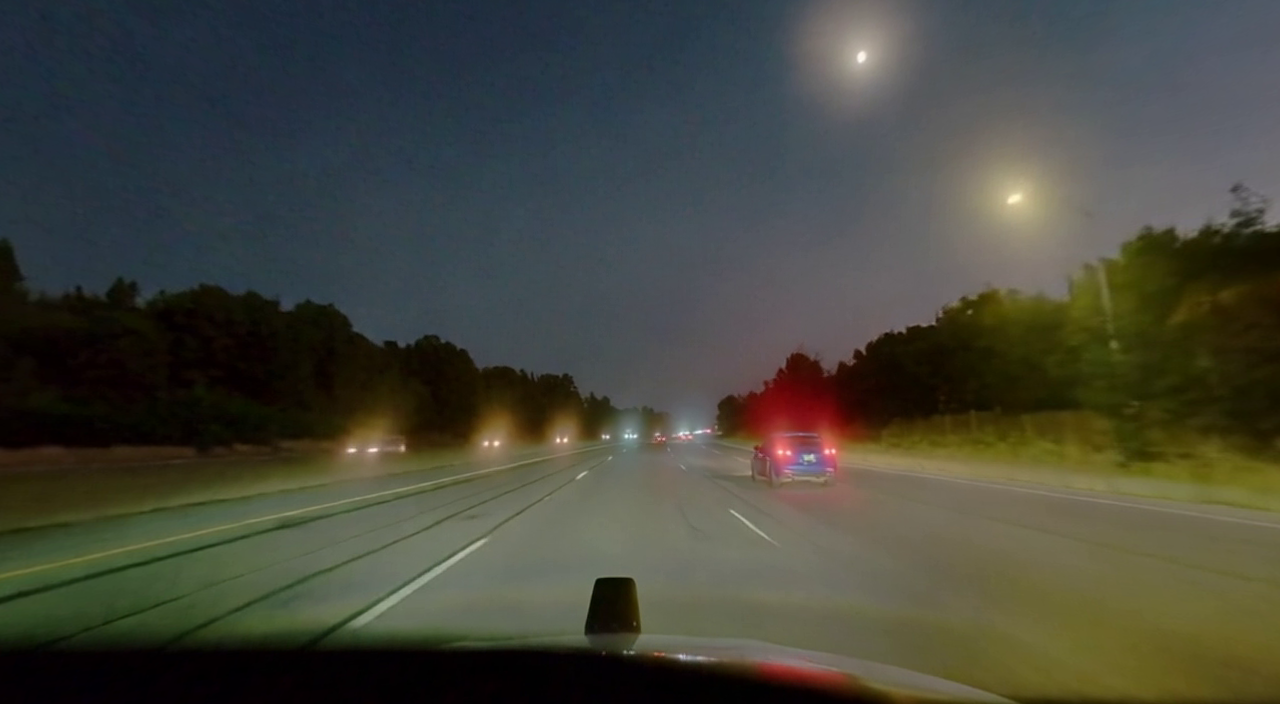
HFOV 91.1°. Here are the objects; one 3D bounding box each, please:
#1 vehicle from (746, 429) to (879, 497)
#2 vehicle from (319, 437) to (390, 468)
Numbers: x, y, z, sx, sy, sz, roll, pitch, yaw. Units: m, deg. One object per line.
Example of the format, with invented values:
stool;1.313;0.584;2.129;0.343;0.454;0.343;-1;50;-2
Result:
vehicle;4.090;2.690;15.733;1.982;1.452;4.294;0;-8;-2
vehicle;-15.847;5.566;35.160;1.900;1.622;4.292;0;-8;1
